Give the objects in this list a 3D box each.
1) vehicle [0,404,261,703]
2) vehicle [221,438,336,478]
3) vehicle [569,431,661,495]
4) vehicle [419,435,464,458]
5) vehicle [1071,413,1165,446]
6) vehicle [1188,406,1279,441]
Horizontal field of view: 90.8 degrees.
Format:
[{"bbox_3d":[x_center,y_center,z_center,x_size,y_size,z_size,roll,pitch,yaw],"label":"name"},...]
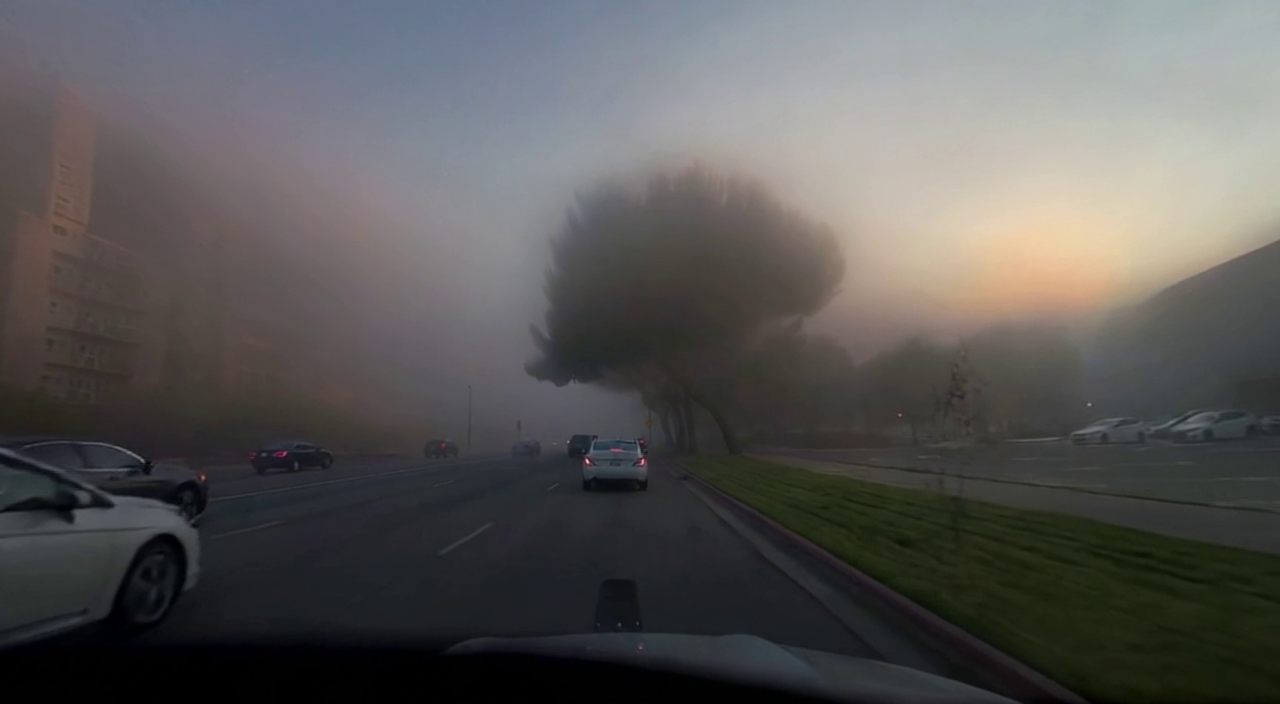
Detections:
[{"bbox_3d":[-4.142,0.977,2.805,2.032,1.515,4.641,0,-8,0],"label":"vehicle"},{"bbox_3d":[-14.562,4.287,25.807,2.024,1.484,4.592,0,-8,-1],"label":"vehicle"},{"bbox_3d":[-0.623,2.882,16.764,2.099,1.469,4.389,0,-8,-1],"label":"vehicle"},{"bbox_3d":[-15.248,7.312,48.819,2.064,1.686,4.380,0,-8,0],"label":"vehicle"},{"bbox_3d":[24.810,4.040,32.837,3.437,1.408,1.759,-3,-9,-5],"label":"vehicle"},{"bbox_3d":[26.566,3.139,27.722,3.512,1.415,1.722,0,-9,-5],"label":"vehicle"}]
